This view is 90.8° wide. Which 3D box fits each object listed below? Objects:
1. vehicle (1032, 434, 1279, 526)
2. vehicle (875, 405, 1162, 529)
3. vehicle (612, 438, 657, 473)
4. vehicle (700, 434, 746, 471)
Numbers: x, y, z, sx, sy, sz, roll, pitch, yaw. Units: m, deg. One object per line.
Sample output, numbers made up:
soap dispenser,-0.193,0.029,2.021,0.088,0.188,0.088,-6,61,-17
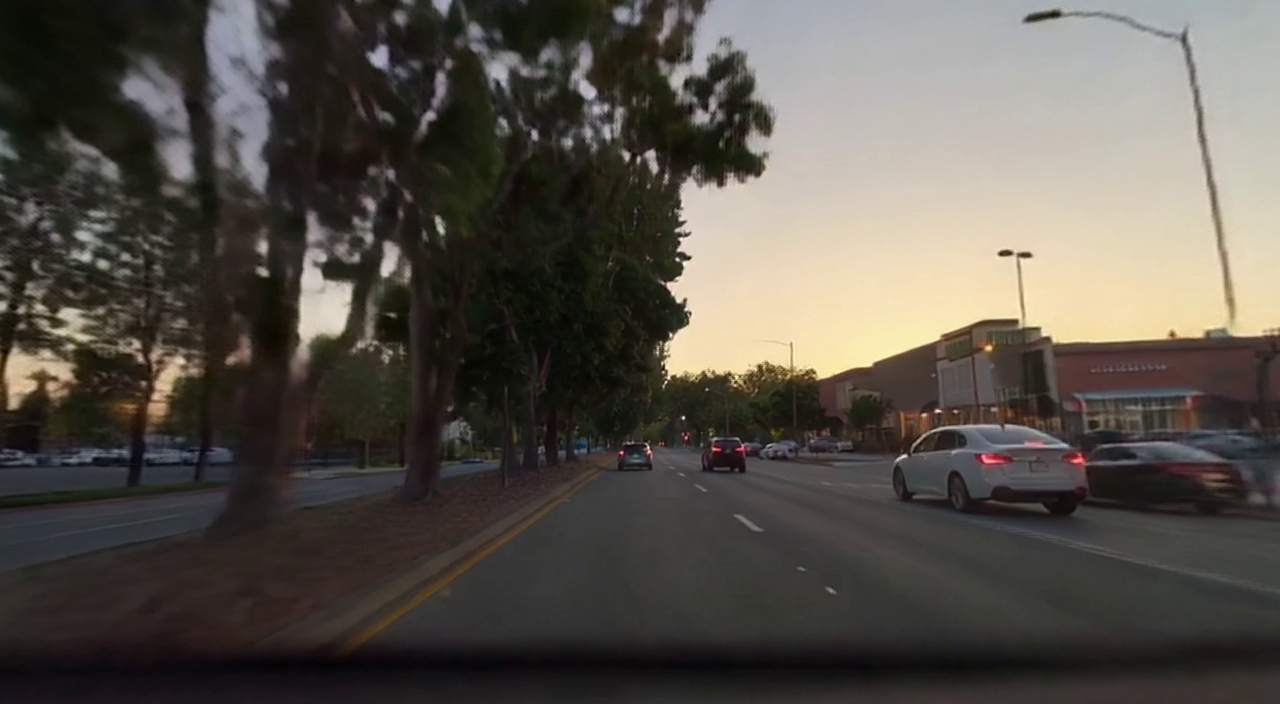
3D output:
vehicle,10.454,2.469,12.899,1.811,1.505,4.646,0,-8,-2
vehicle,7.007,2.218,12.795,2.240,1.923,5.678,0,-8,0
vehicle,-0.249,4.982,30.480,2.037,1.568,3.693,0,-8,0
vehicle,4.440,5.417,34.310,1.955,1.845,4.538,0,-8,1
